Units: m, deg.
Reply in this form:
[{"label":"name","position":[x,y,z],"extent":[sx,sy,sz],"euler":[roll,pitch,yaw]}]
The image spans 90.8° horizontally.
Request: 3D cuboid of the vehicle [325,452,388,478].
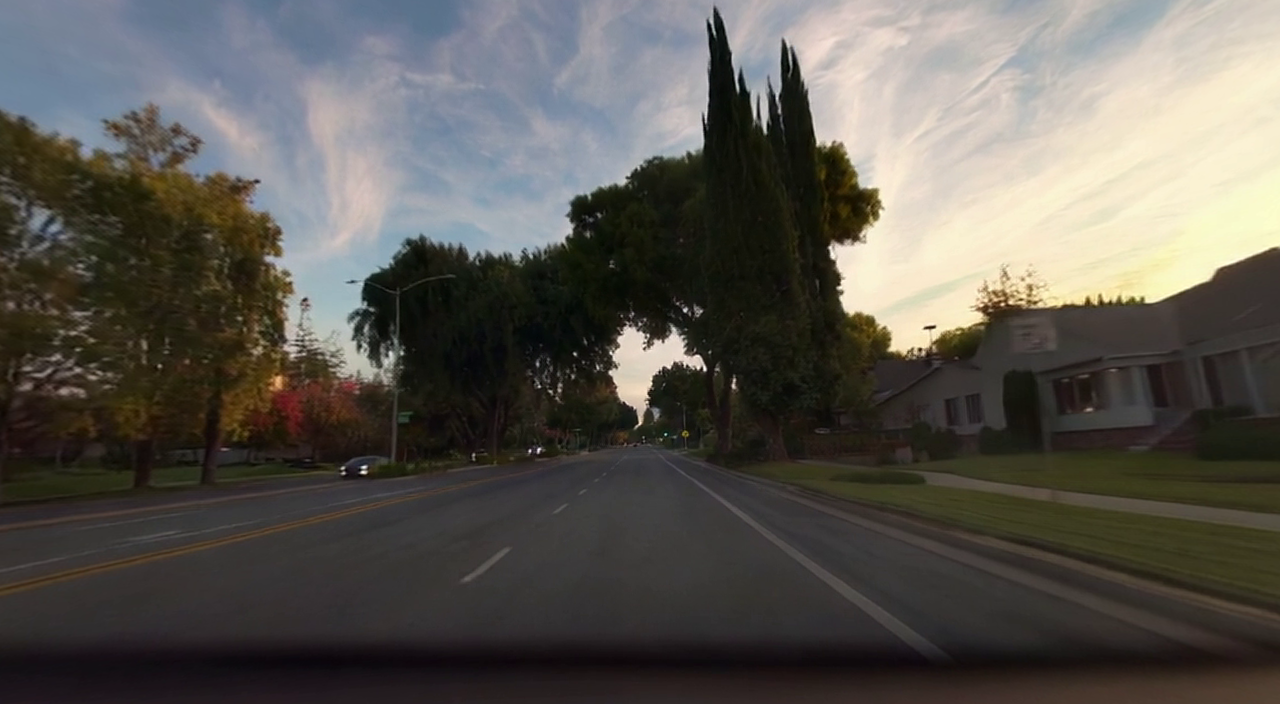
[{"label":"vehicle","position":[-18.071,7.193,40.497],"extent":[1.846,1.515,4.538],"euler":[0,-8,1]}]
